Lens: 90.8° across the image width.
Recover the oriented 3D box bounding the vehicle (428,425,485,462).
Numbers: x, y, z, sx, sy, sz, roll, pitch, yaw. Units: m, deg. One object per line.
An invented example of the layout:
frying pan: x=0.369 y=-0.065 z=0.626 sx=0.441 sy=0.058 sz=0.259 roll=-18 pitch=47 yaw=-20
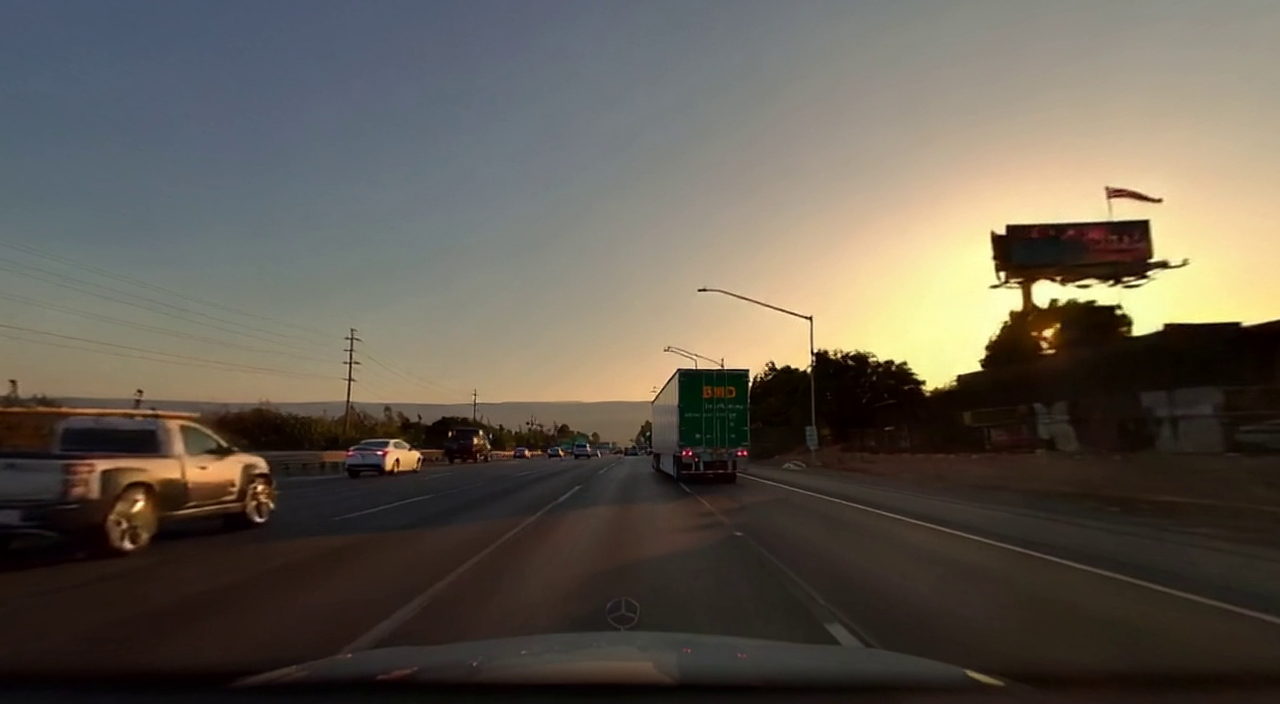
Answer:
vehicle: x=-13.658 y=6.933 z=47.571 sx=2.307 sy=2.571 sz=6.260 roll=0 pitch=-8 yaw=1

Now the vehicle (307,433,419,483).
vehicle: x=-10.399 y=4.021 z=24.174 sx=2.045 sy=1.697 sz=4.844 roll=0 pitch=-8 yaw=1

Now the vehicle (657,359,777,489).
vehicle: x=2.529 y=3.279 z=26.786 sx=2.891 sy=3.944 sz=15.051 roll=0 pitch=-8 yaw=-1

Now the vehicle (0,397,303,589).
vehicle: x=-6.765 y=1.602 z=7.926 sx=2.067 sy=1.711 sz=5.282 roll=0 pitch=-8 yaw=1
